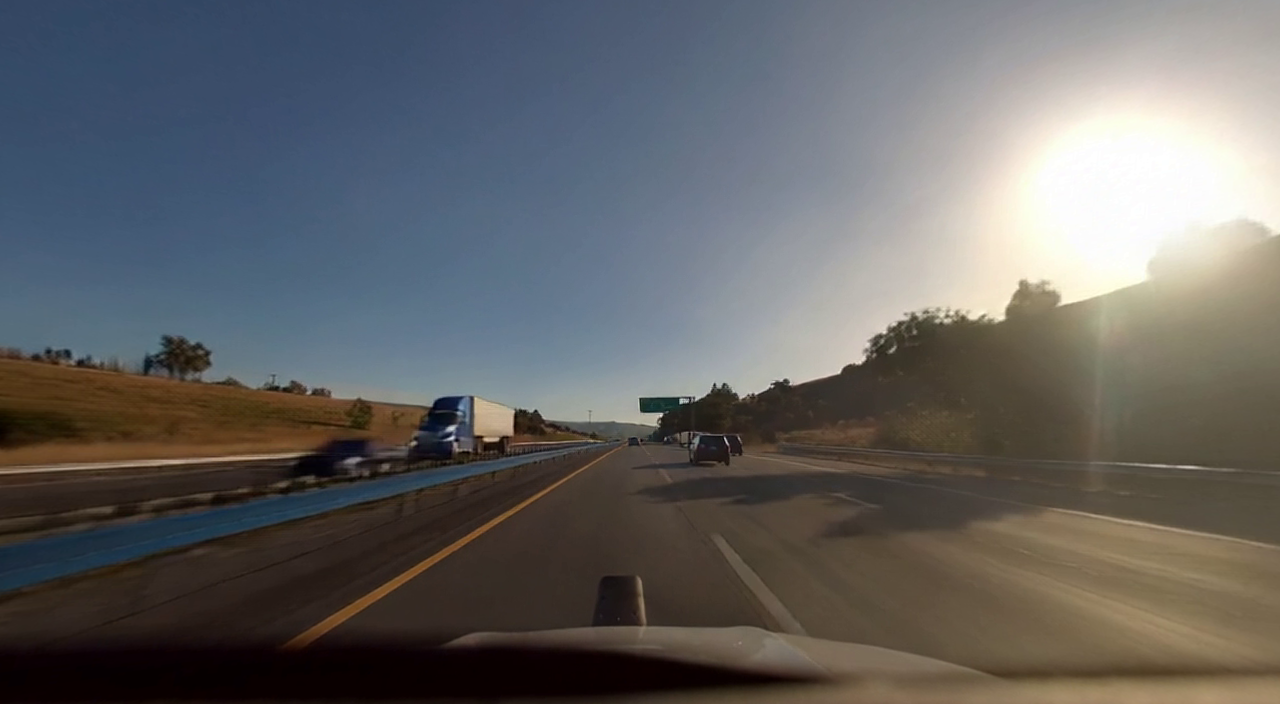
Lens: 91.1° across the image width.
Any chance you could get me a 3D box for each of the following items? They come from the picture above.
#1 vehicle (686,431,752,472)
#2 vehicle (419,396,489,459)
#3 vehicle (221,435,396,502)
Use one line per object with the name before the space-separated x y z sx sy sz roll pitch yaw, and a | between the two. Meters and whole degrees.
vehicle | 3.177 4.107 26.264 2.084 1.583 4.420 0 -8 -1
vehicle | -12.639 5.224 43.344 2.955 4.003 6.220 0 -8 -1
vehicle | -8.494 2.993 16.782 1.946 1.496 5.056 0 -8 -1
